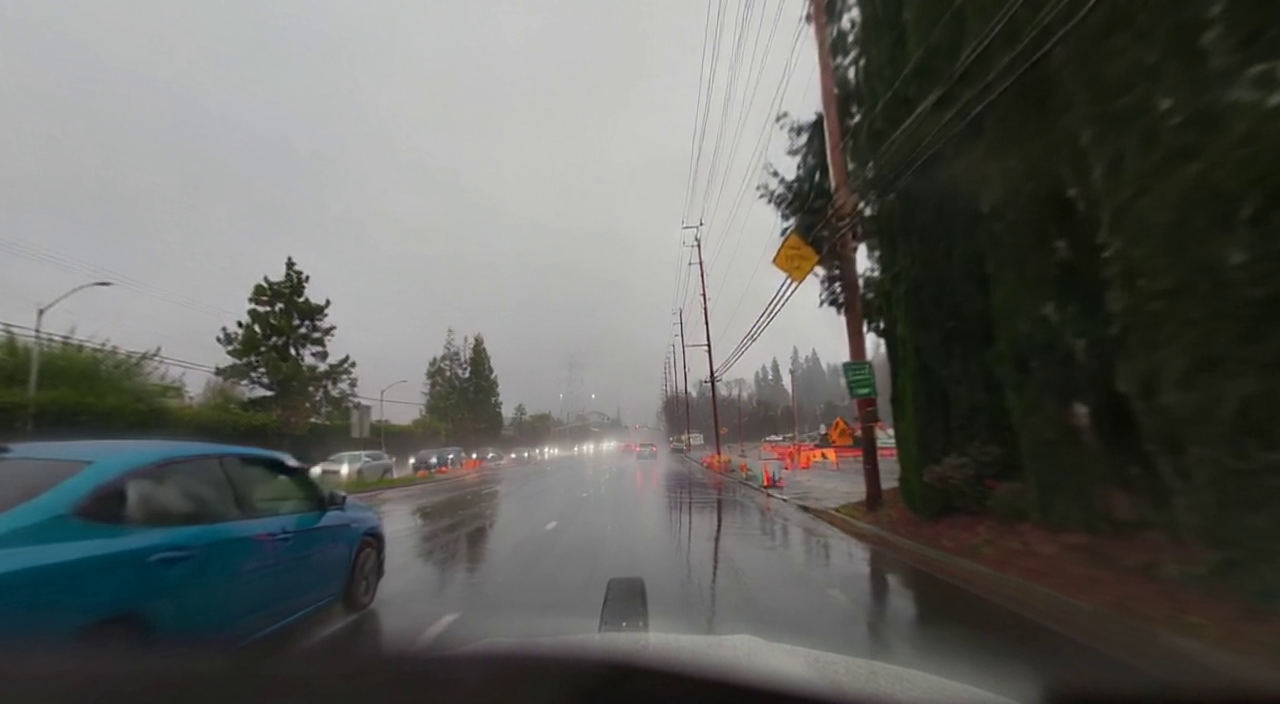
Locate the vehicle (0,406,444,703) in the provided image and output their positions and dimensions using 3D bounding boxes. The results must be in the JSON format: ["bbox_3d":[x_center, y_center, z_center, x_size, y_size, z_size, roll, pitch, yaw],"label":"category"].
[{"bbox_3d":[-3.082,1.213,3.964,2.087,1.480,4.825,0,-9,1],"label":"vehicle"}]

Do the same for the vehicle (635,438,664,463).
[{"bbox_3d":[0.713,7.535,48.283,2.060,1.845,4.151,0,-9,0],"label":"vehicle"}]
